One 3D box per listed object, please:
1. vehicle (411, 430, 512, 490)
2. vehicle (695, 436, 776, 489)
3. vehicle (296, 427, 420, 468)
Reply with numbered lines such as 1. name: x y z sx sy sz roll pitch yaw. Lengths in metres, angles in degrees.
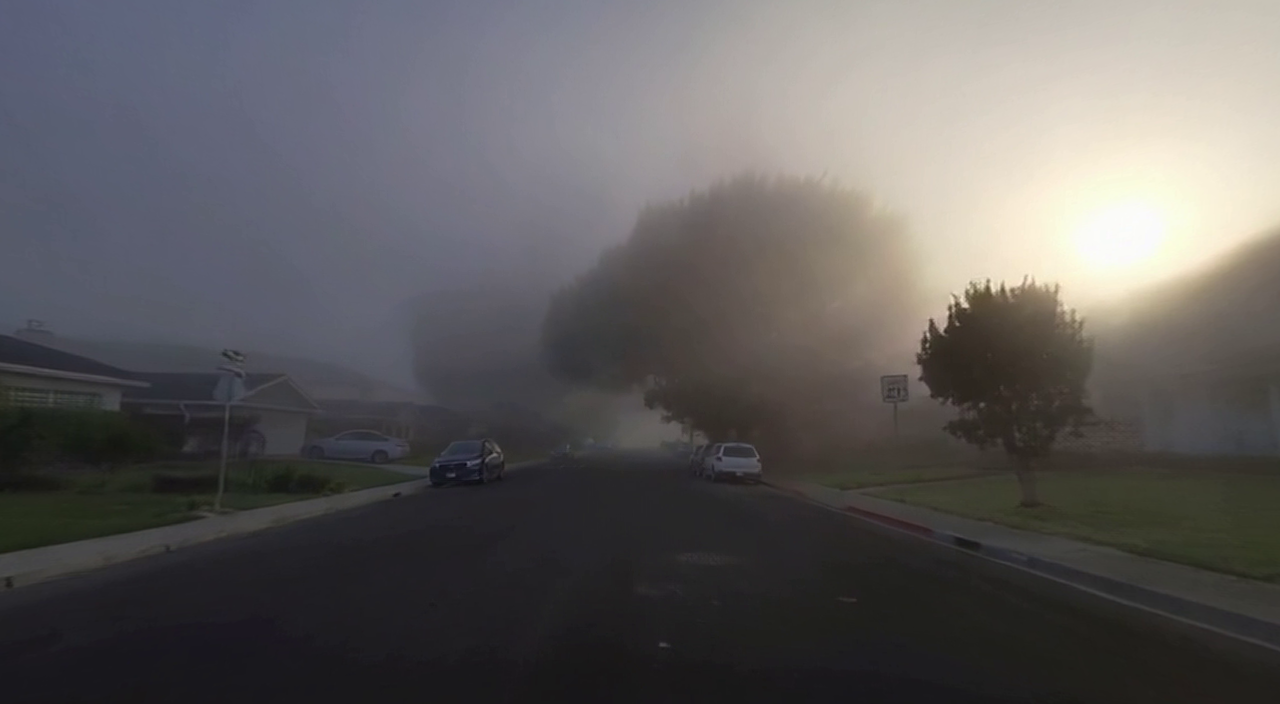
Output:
1. vehicle: -6.467 4.025 23.774 2.322 1.949 5.695 -1 -9 -2
2. vehicle: 3.348 3.989 23.079 2.033 1.730 4.554 0 -9 -2
3. vehicle: -13.634 4.657 30.776 5.024 1.903 2.102 0 -9 0
